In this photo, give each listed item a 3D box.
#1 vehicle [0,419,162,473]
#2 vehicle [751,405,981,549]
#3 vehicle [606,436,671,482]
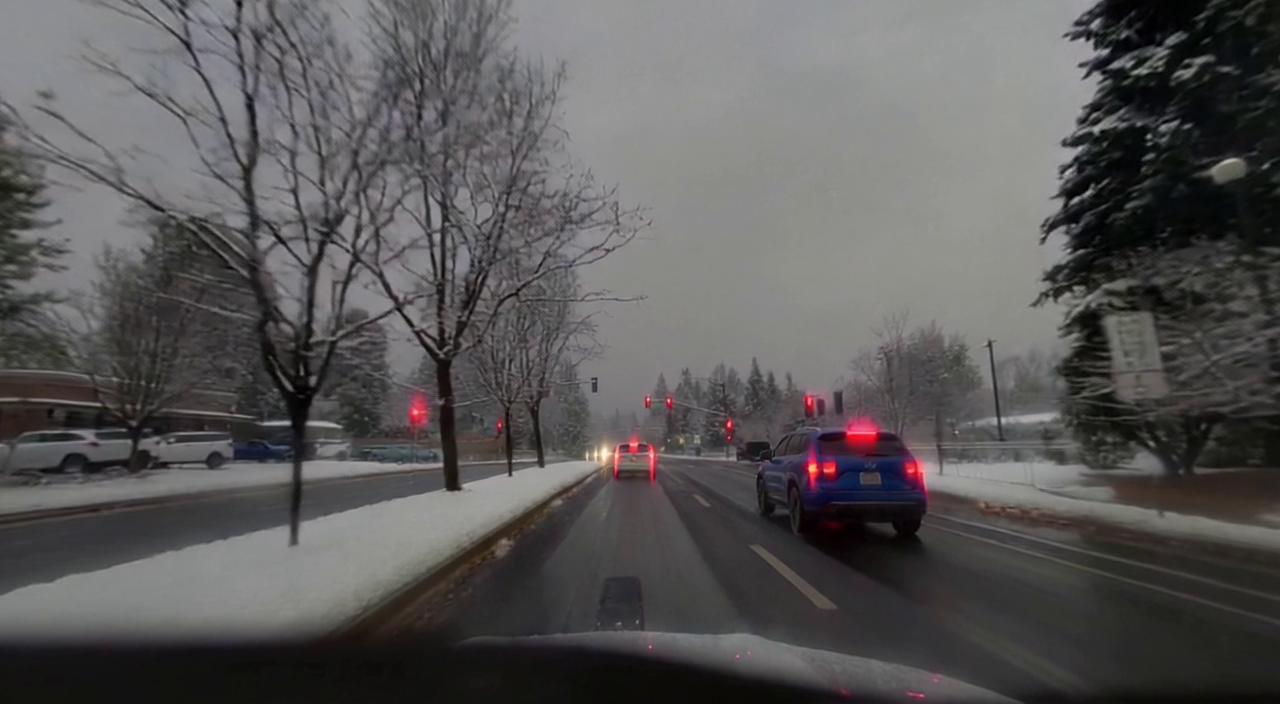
[{"bbox_3d":[-23.896,3.939,26.230,5.937,1.952,2.684,-2,-9,2],"label":"vehicle"},{"bbox_3d":[3.190,1.879,10.074,2.046,1.768,4.370,0,-9,0],"label":"vehicle"},{"bbox_3d":[-0.069,3.954,23.587,2.177,1.512,4.682,0,-9,0],"label":"vehicle"}]
